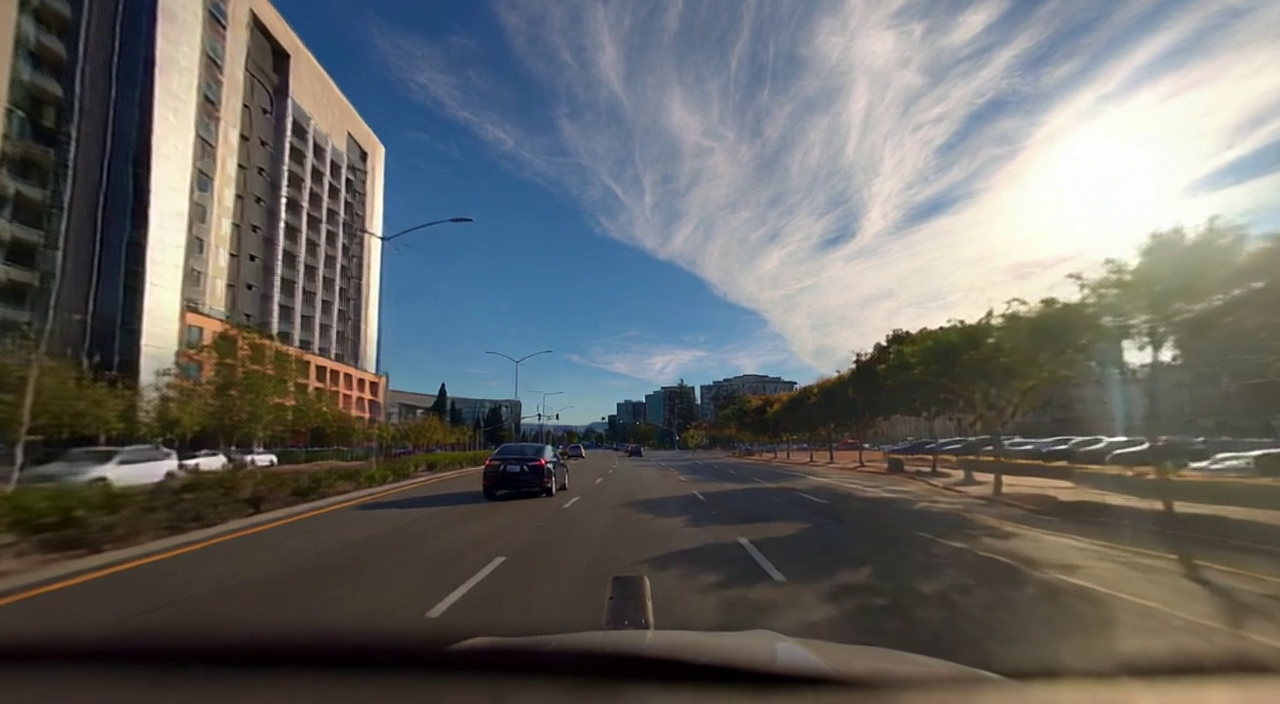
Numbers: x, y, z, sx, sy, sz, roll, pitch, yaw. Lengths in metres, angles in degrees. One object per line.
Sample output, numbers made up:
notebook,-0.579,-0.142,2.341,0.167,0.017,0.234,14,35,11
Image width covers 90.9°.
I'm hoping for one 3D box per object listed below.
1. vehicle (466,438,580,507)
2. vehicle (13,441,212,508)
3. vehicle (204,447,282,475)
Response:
vehicle,-2.841,3.037,16.392,2.009,1.489,4.543,-1,-8,1
vehicle,-15.789,3.648,19.326,2.055,1.757,4.724,0,-8,-2
vehicle,-26.557,7.288,42.392,1.786,1.713,4.992,1,-9,2
